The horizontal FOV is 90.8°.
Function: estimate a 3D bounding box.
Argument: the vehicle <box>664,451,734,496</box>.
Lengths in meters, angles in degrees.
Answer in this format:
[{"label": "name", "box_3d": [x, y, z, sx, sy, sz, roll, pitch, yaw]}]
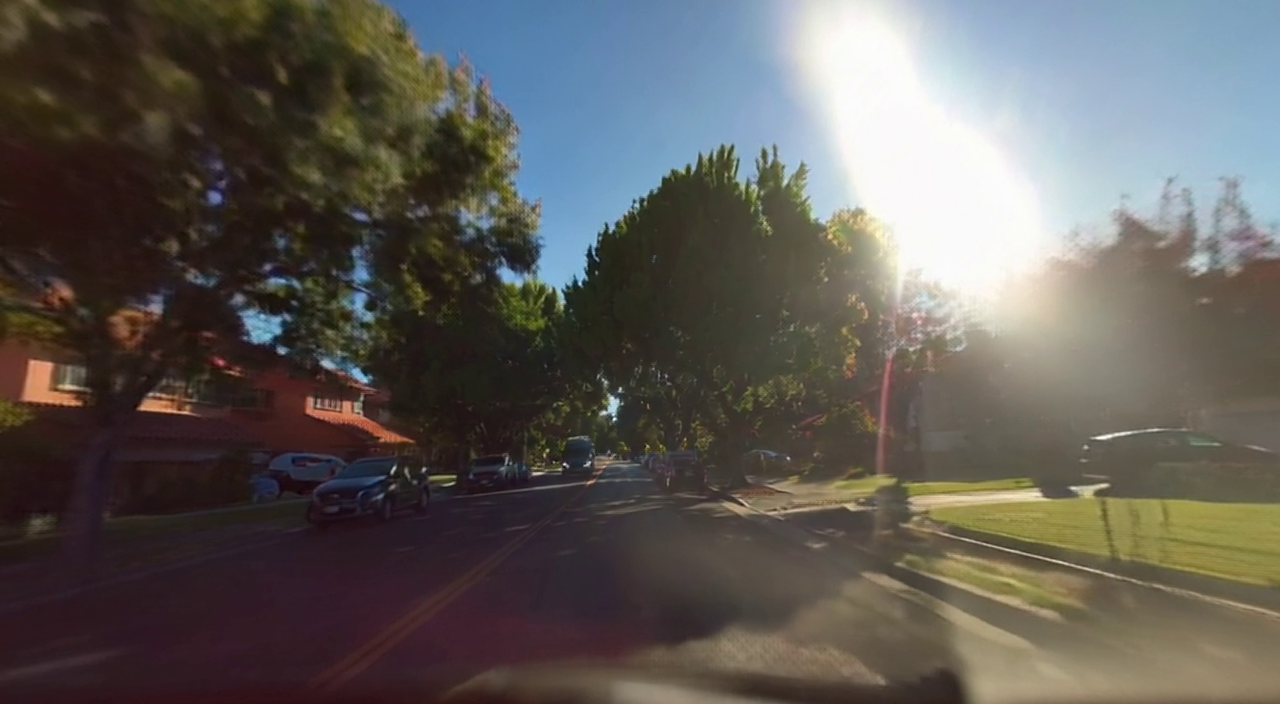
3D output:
[{"label": "vehicle", "box_3d": [2.131, 4.548, 24.053, 1.996, 1.516, 4.122, 0, -9, -4]}]

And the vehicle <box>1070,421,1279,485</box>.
[{"label": "vehicle", "box_3d": [13.630, 2.496, 15.676, 4.370, 1.433, 1.889, -2, -9, 13]}]

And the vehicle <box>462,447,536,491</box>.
[{"label": "vehicle", "box_3d": [-6.574, 5.507, 30.185, 2.265, 1.876, 5.371, 0, -9, 0]}]

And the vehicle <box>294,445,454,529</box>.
[{"label": "vehicle", "box_3d": [-6.201, 3.150, 15.420, 2.033, 1.721, 4.328, 0, -9, 0]}]
